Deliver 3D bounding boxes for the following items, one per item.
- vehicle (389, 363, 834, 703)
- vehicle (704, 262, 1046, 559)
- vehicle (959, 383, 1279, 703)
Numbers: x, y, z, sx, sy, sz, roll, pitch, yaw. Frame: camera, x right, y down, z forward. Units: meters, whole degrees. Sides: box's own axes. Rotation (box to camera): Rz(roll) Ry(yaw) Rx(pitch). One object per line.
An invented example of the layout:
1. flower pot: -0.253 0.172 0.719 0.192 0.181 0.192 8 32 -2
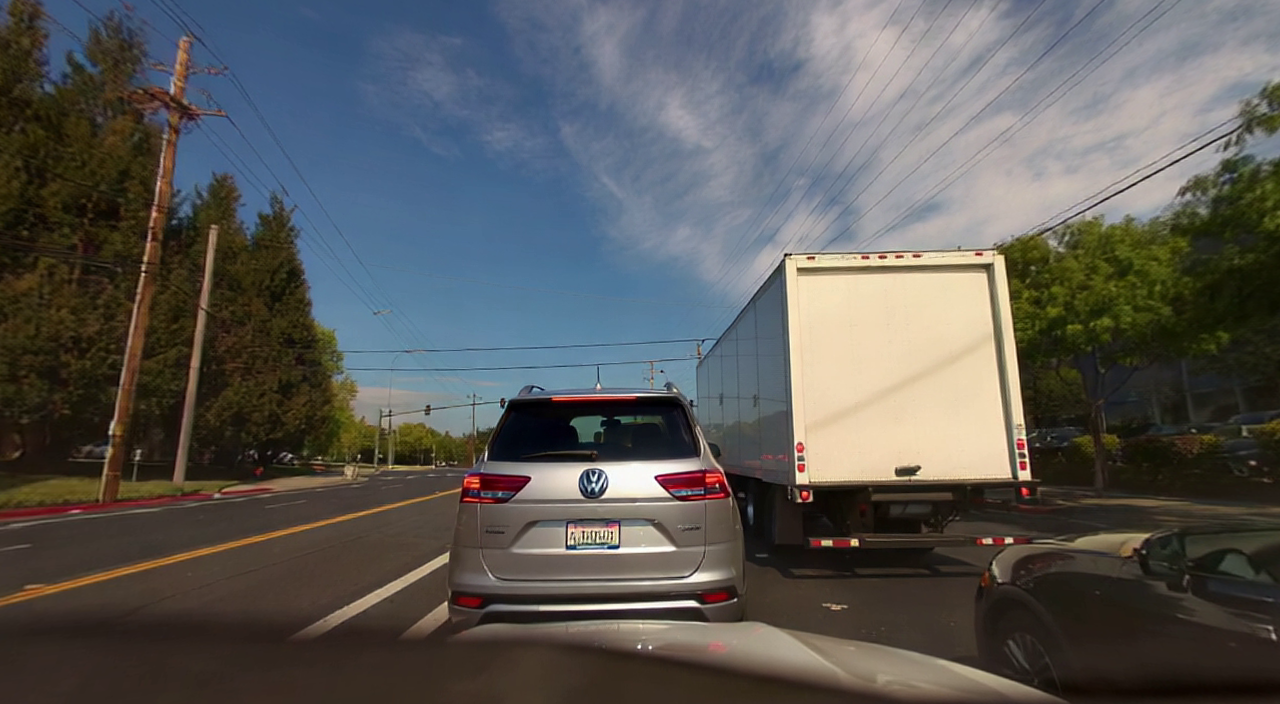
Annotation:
1. vehicle: -0.138 1.225 5.198 2.114 1.732 4.230 0 -8 0
2. vehicle: 3.215 1.279 11.967 2.915 3.559 8.848 0 -8 -1
3. vehicle: 2.826 0.745 1.197 1.971 1.484 4.728 0 -8 0
